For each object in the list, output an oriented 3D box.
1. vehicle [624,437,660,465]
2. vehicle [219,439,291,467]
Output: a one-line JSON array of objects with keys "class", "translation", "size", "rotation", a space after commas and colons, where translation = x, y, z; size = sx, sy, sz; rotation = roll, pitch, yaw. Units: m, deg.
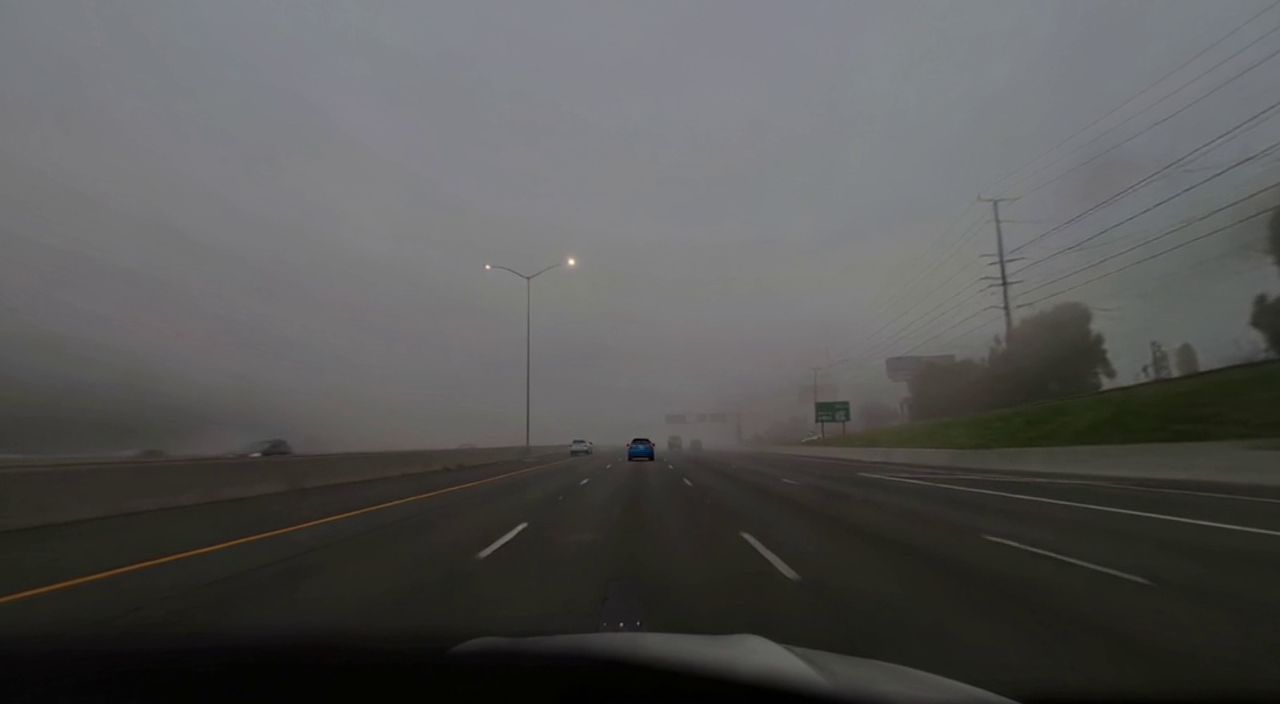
[{"class": "vehicle", "translation": [0.114, 6.009, 38.481], "size": [2.074, 1.574, 3.971], "rotation": [-1, -8, 0]}, {"class": "vehicle", "translation": [-23.183, 6.097, 38.182], "size": [1.890, 1.580, 3.831], "rotation": [0, -9, 1]}]
